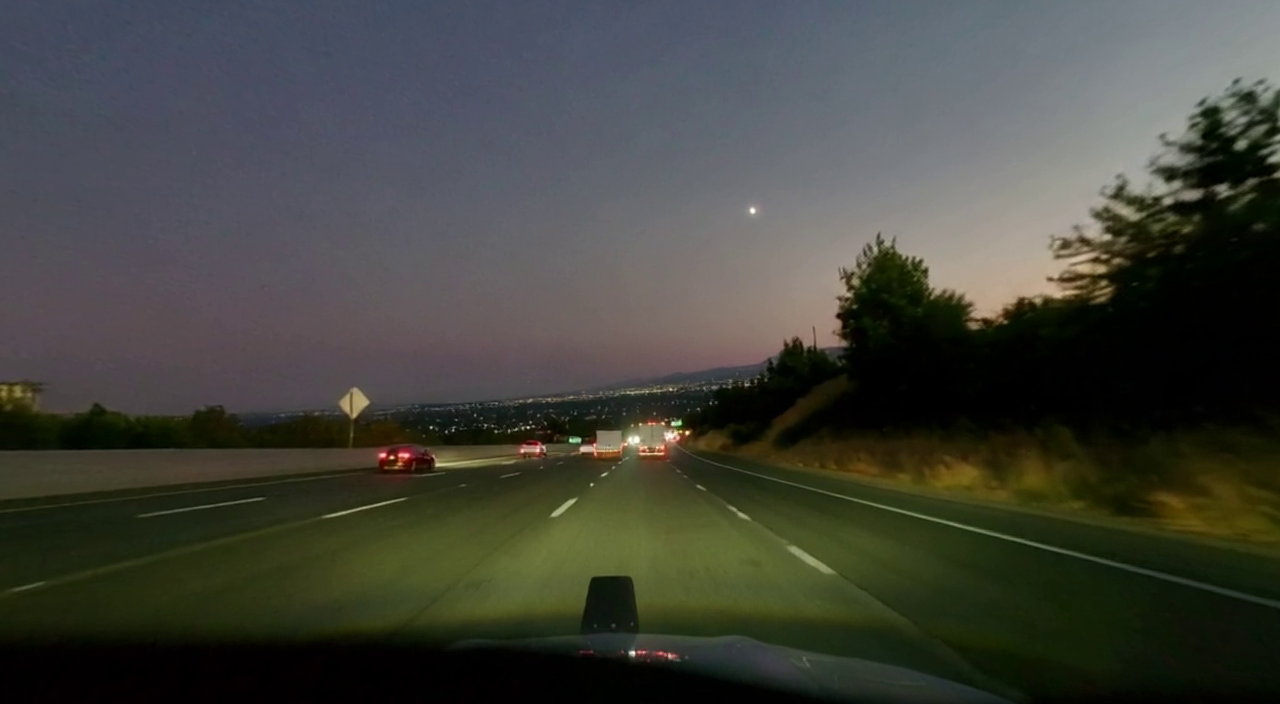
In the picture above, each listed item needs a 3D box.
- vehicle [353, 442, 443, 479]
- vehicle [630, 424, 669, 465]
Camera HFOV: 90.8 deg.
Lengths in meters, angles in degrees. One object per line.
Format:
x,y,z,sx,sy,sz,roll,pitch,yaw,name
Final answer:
-10.313,4.643,27.325,1.952,1.457,4.689,0,-8,1,vehicle
0.744,7.146,49.124,2.768,2.854,6.757,2,-8,1,vehicle
